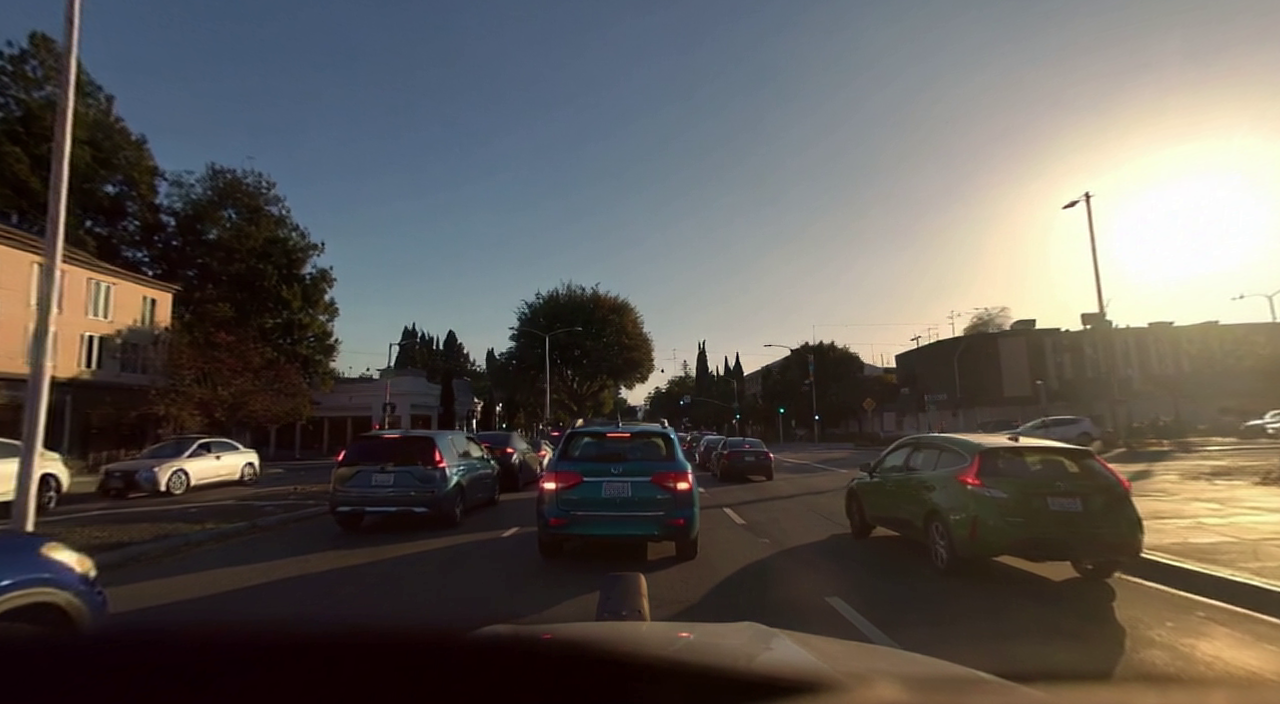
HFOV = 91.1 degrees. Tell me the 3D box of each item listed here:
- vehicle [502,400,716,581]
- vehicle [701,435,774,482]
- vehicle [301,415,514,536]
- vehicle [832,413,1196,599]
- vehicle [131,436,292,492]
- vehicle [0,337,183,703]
[{"bbox_3d":[-0.243,1.615,8.085,2.022,1.700,4.084,0,-8,1],"label":"vehicle"},{"bbox_3d":[3.330,3.731,22.232,1.948,1.475,4.093,0,-8,0],"label":"vehicle"},{"bbox_3d":[-3.744,2.076,11.132,2.012,1.701,4.316,0,-8,1],"label":"vehicle"},{"bbox_3d":[3.770,1.592,7.312,1.847,1.554,3.885,0,-8,1],"label":"vehicle"},{"bbox_3d":[-15.242,3.987,22.830,1.972,1.759,5.347,0,-8,1],"label":"vehicle"},{"bbox_3d":[-3.455,0.612,1.036,2.047,1.710,4.314,0,-8,1],"label":"vehicle"}]
